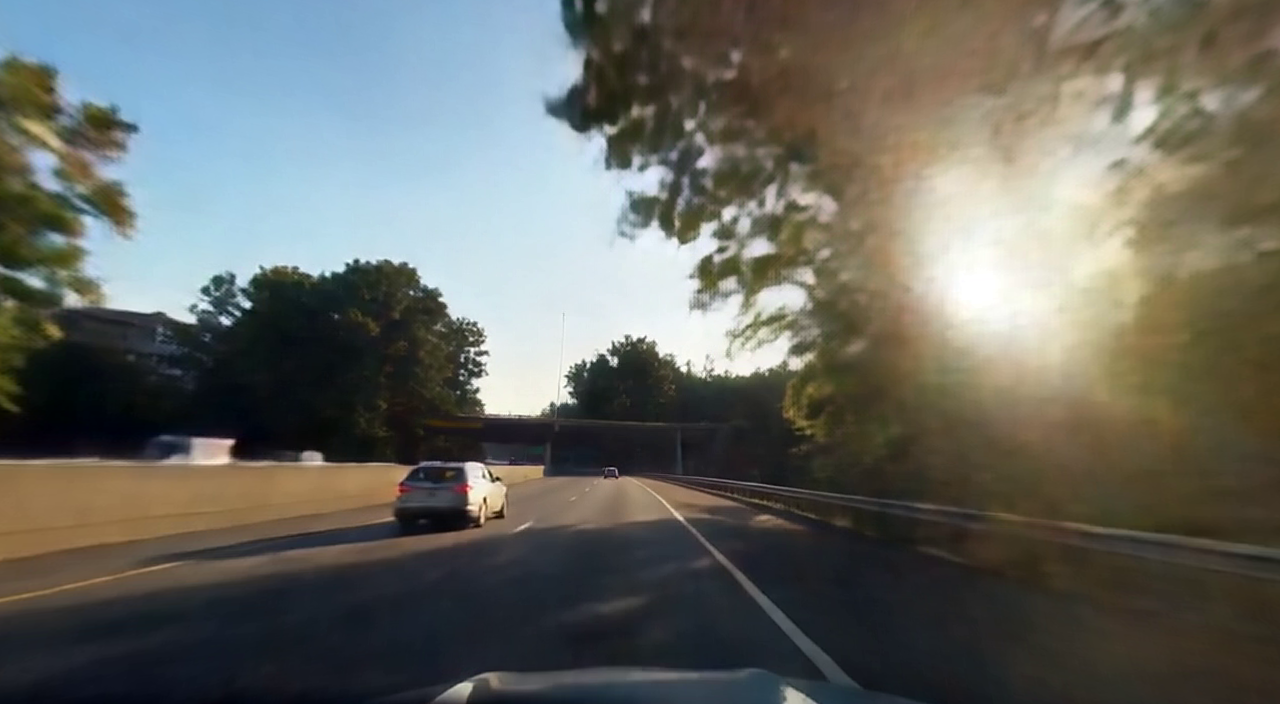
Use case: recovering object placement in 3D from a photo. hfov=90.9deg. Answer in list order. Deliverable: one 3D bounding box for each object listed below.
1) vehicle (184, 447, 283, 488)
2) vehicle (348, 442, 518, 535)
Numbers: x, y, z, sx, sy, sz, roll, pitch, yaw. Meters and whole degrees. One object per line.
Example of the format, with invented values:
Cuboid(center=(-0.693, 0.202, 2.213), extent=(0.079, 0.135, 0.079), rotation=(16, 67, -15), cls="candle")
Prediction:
Cuboid(center=(-17.237, 4.954, 26.939), extent=(1.735, 1.581, 3.830), rotation=(1, -11, -2), cls="vehicle")
Cuboid(center=(-4.495, 3.119, 14.767), extent=(2.286, 1.757, 5.057), rotation=(1, -11, 0), cls="vehicle")
